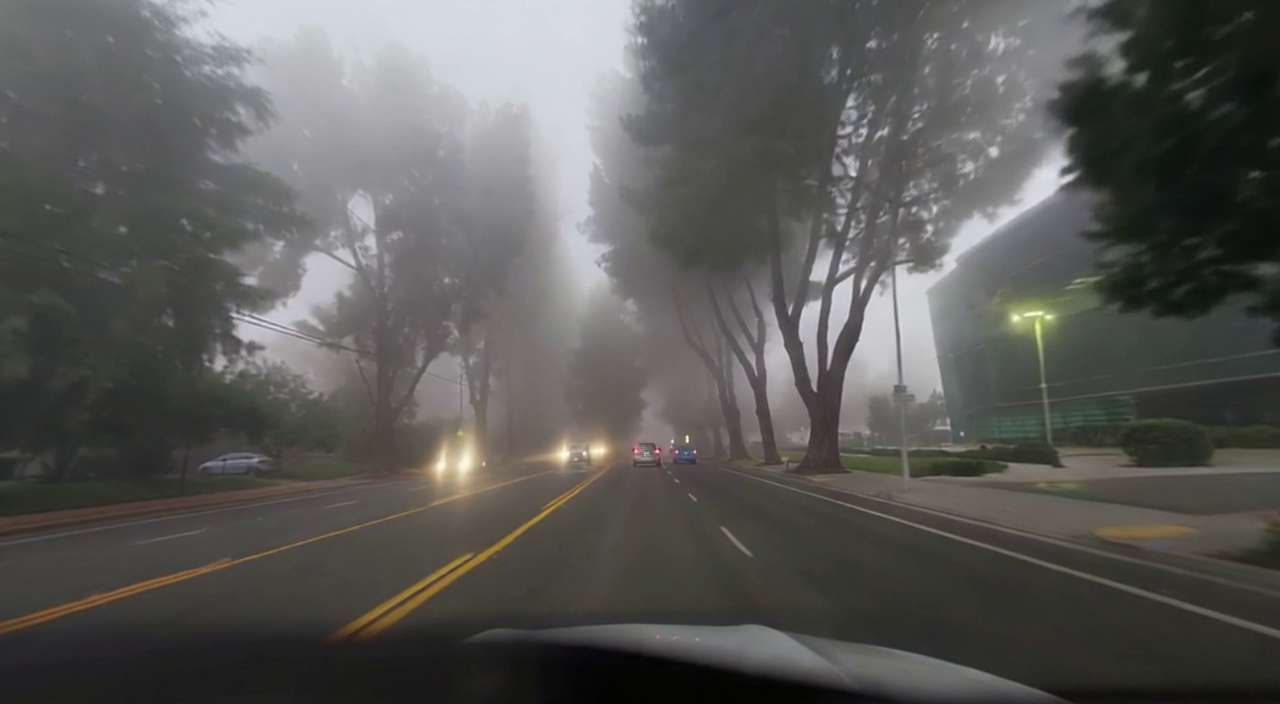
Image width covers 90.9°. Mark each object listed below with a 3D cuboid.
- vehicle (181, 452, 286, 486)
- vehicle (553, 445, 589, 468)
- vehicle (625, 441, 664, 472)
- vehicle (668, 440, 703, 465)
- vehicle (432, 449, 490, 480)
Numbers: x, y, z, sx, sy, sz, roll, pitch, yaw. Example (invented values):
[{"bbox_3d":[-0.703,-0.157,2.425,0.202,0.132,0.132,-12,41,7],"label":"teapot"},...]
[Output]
[{"bbox_3d":[-21.413,6.159,33.328,4.152,1.686,1.873,0,-8,-1],"label":"vehicle"},{"bbox_3d":[-4.555,6.951,42.129,2.014,1.487,4.591,0,-8,-2],"label":"vehicle"},{"bbox_3d":[0.257,5.833,35.454,2.109,1.612,3.963,0,-8,0],"label":"vehicle"},{"bbox_3d":[3.366,7.567,47.522,2.189,1.766,4.495,0,-8,-1],"label":"vehicle"},{"bbox_3d":[-9.402,5.902,33.419,1.889,1.506,3.911,0,-8,0],"label":"vehicle"}]
